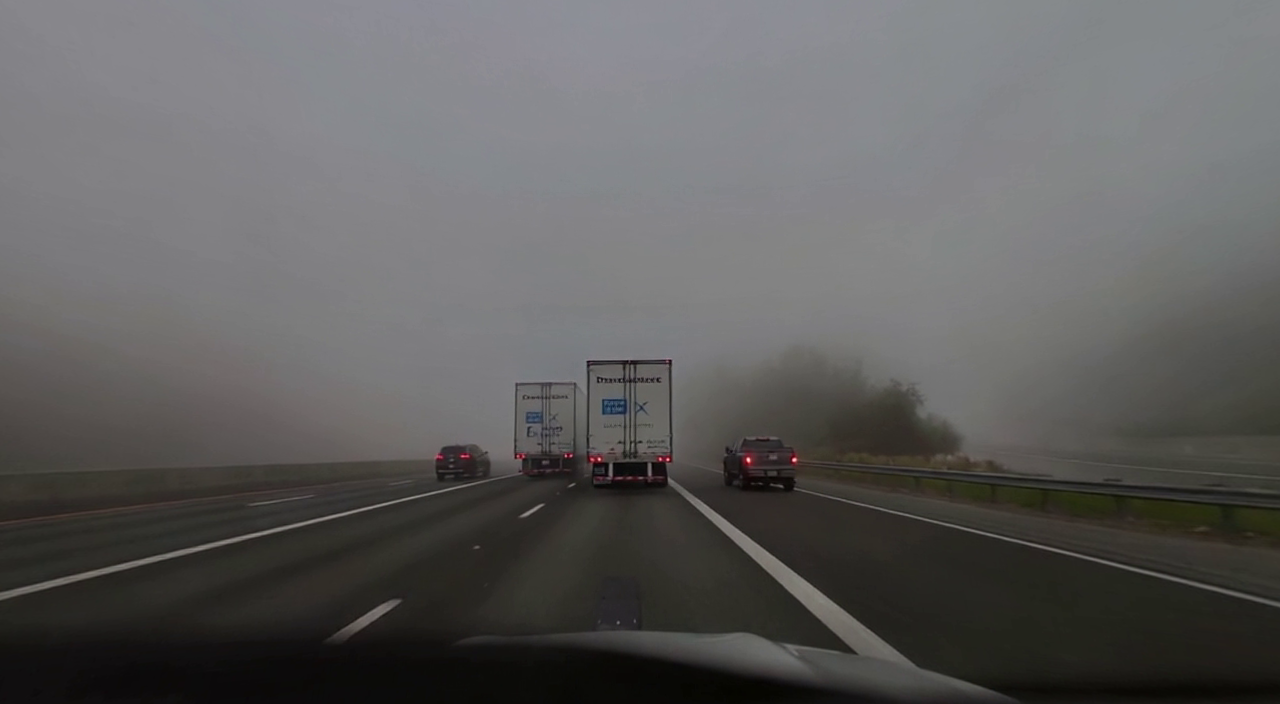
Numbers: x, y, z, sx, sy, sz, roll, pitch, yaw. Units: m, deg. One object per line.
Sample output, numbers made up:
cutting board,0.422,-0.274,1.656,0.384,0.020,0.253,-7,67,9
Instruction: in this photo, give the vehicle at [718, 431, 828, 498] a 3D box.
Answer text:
vehicle,3.792,3.306,18.978,2.136,1.753,4.644,0,-9,-2

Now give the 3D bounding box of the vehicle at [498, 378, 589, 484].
vehicle,-4.234,3.933,30.475,2.888,4.154,10.960,0,-9,-1

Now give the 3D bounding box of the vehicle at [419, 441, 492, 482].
vehicle,-8.300,4.965,28.883,2.017,1.694,4.420,0,-9,-1

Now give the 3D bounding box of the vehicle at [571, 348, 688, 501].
vehicle,-0.332,2.526,20.829,2.910,3.828,9.805,0,-9,-1

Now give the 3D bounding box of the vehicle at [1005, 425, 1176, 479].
vehicle,16.665,3.751,23.937,2.128,1.783,5.718,0,-9,-2
